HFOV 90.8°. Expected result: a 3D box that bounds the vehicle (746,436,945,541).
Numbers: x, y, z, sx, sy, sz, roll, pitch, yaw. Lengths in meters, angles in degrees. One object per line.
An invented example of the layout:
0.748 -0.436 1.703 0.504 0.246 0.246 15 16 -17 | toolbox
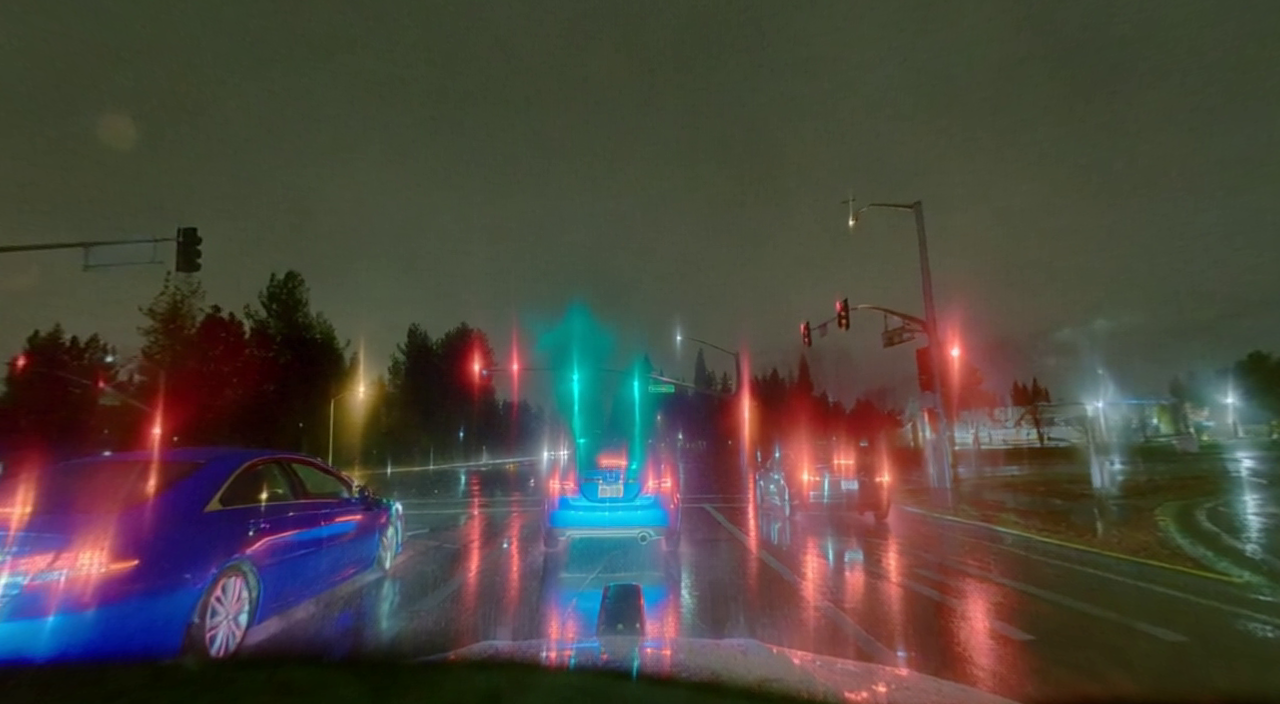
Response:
3.276 2.257 11.167 1.970 1.449 4.433 0 -8 -1 | vehicle

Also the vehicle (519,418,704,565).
-0.344 1.824 8.969 2.038 1.599 3.844 0 -8 -1 | vehicle

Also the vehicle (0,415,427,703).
-3.578 1.372 5.250 2.052 1.472 4.479 0 -8 0 | vehicle
